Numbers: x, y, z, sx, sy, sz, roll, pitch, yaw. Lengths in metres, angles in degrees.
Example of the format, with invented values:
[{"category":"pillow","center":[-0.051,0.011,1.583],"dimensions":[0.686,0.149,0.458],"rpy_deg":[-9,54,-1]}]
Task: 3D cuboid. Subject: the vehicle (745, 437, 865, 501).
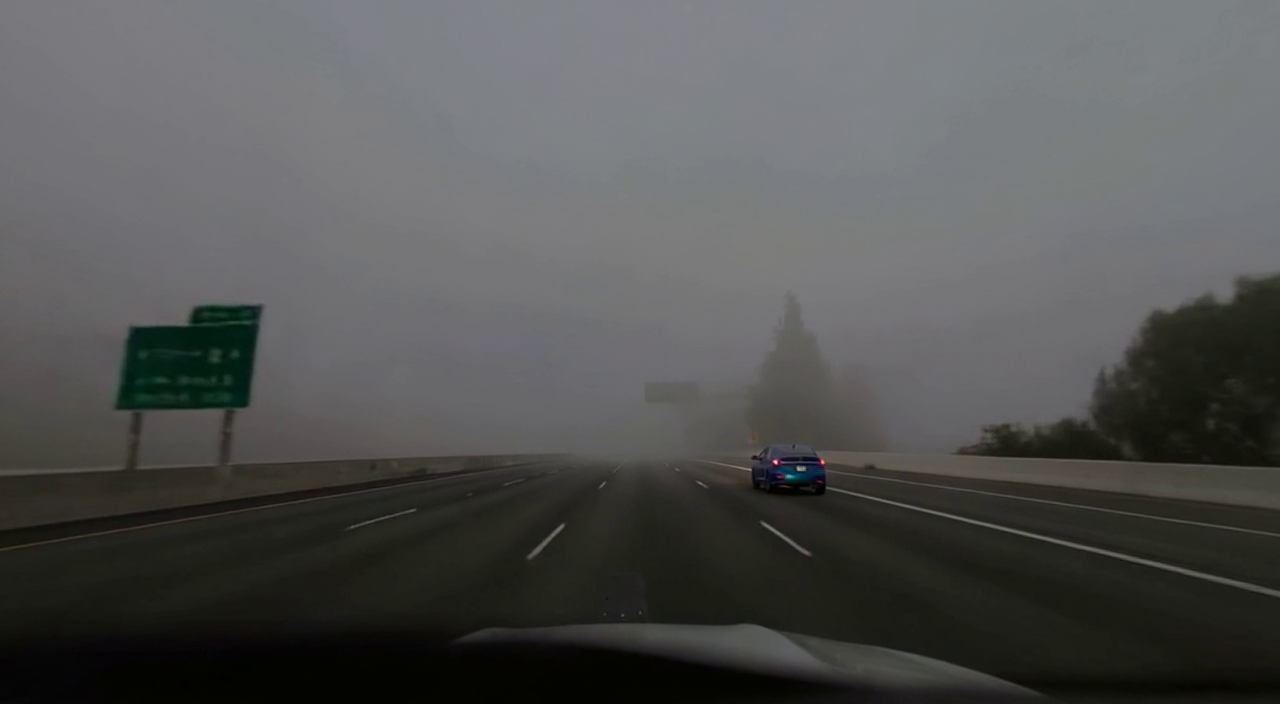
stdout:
[{"category":"vehicle","center":[4.299,3.135,17.229],"dimensions":[2.033,1.501,4.398],"rpy_deg":[0,-9,-1]}]
